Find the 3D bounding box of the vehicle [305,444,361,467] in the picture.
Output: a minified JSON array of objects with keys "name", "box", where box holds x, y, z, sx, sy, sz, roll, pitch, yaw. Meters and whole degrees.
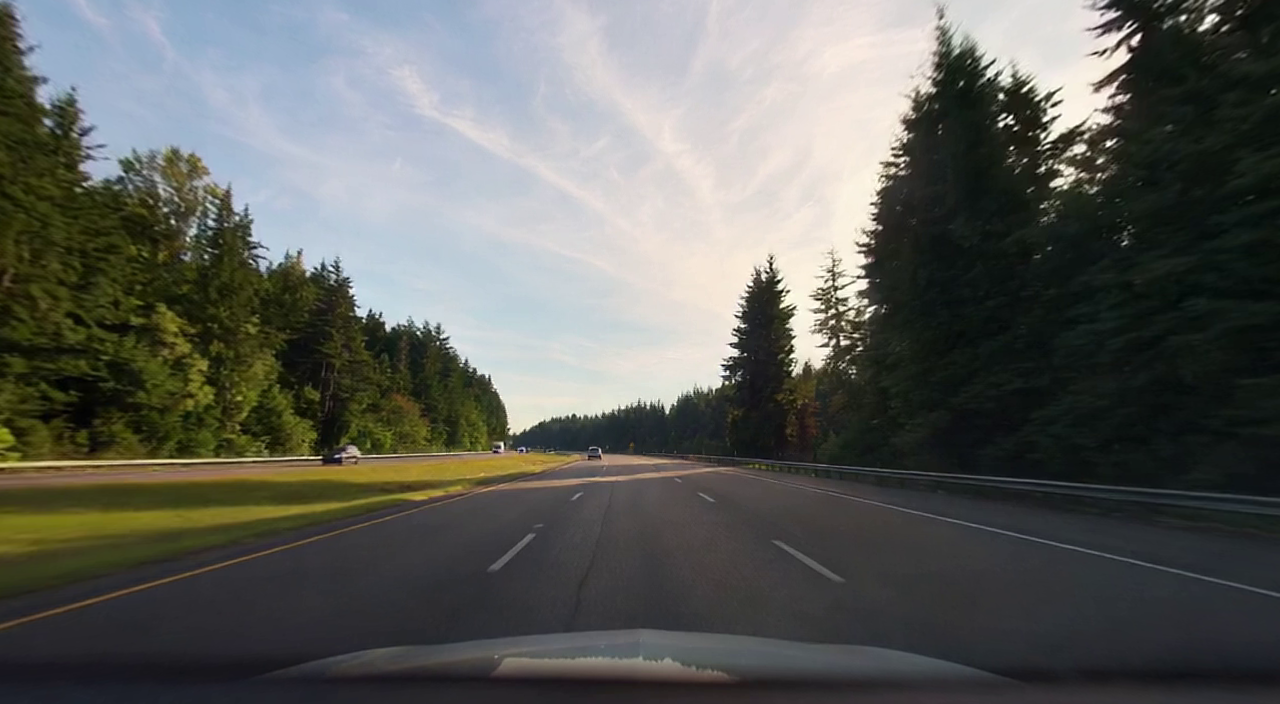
[{"name":"vehicle","box":[-20.783,7.022,42.878,1.832,1.505,4.092,0,-9,-2]}]
